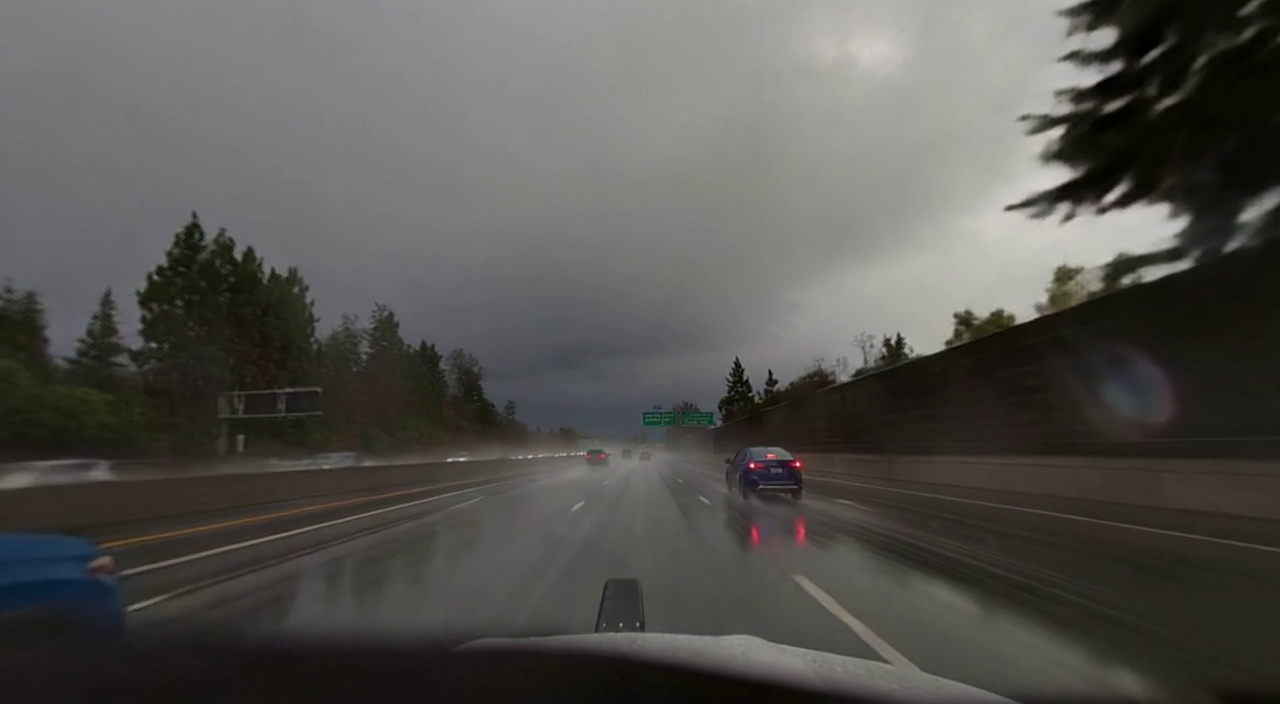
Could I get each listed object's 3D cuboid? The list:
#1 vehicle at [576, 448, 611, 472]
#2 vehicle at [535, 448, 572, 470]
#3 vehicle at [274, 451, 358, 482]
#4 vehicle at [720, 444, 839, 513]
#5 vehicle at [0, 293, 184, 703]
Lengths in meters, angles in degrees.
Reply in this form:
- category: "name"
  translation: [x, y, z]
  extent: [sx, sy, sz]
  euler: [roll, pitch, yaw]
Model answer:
- category: "vehicle"
  translation: [-3.079, 7.302, 42.781]
  extent: [2.030, 1.563, 4.389]
  euler: [0, -9, 0]
- category: "vehicle"
  translation: [-6.598, 8.198, 48.567]
  extent: [2.107, 1.541, 4.713]
  euler: [0, -9, 0]
- category: "vehicle"
  translation: [-19.618, 6.897, 38.420]
  extent: [2.302, 1.712, 5.012]
  euler: [0, -9, 2]
- category: "vehicle"
  translation: [3.311, 3.080, 15.831]
  extent: [1.979, 1.486, 4.125]
  euler: [0, -9, -1]
- category: "vehicle"
  translation: [-3.166, 0.470, 0.562]
  extent: [2.137, 1.756, 4.453]
  euler: [0, -9, 0]
